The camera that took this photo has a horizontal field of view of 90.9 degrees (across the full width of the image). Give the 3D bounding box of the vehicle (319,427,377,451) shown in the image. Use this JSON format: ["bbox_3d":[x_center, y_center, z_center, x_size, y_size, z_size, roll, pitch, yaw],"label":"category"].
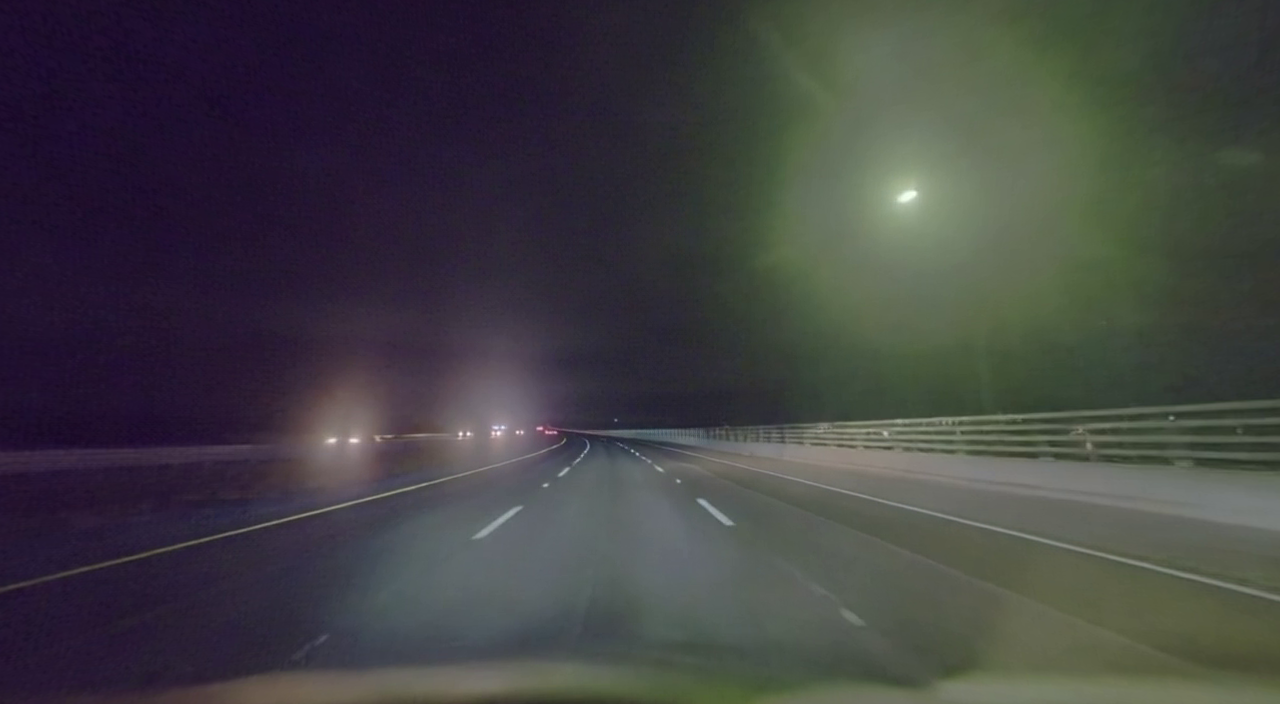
[{"bbox_3d":[-19.188,5.714,41.600,1.813,1.500,4.517,0,-8,-2],"label":"vehicle"}]
